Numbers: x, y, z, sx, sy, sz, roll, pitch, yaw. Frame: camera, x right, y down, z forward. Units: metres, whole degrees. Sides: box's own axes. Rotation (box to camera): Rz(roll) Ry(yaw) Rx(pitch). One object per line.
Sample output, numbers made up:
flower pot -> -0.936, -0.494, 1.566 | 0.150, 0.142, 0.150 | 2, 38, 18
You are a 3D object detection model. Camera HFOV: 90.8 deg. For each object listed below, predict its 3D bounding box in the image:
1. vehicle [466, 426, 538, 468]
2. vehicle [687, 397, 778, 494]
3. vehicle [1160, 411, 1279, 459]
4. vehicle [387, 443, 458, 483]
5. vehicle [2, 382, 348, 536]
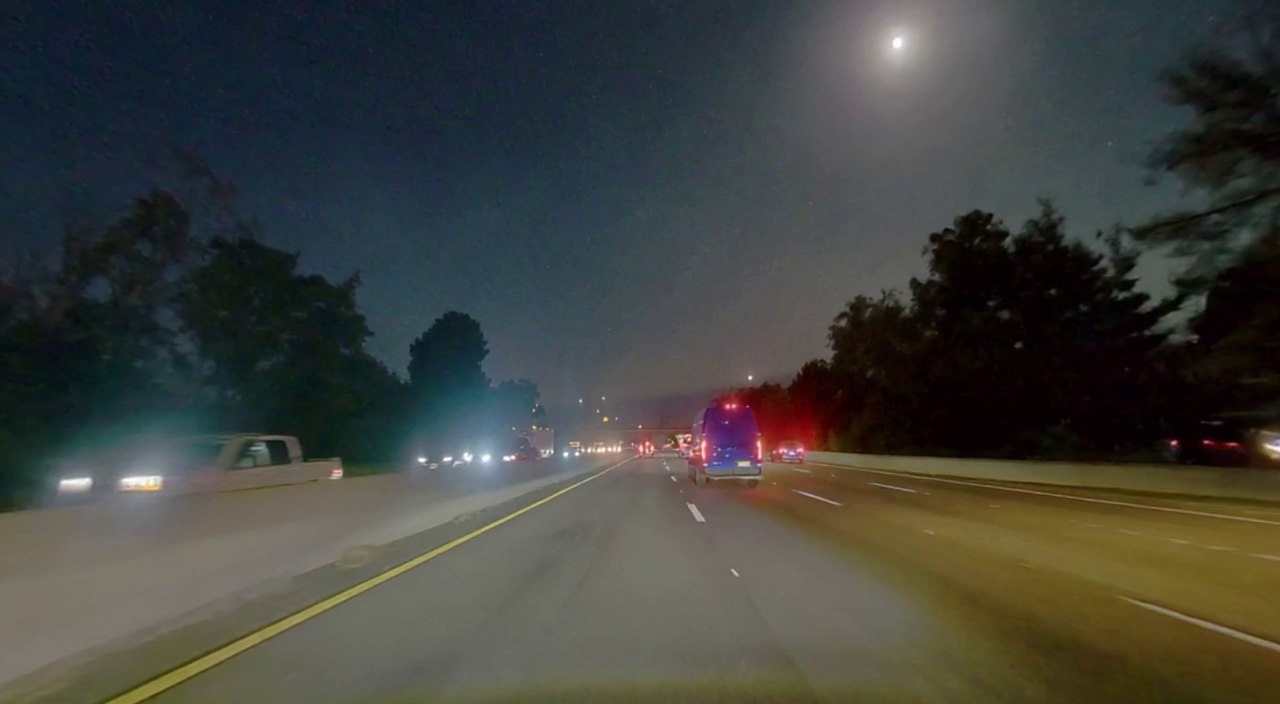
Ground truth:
vehicle -> -7.269, 5.124, 34.059 | 2.237, 2.014, 6.330 | -1, -9, 2
vehicle -> 3.275, 3.582, 24.147 | 2.460, 3.155, 6.902 | 0, -9, 0
vehicle -> 28.642, 4.026, 30.017 | 2.398, 2.050, 5.776 | 1, -9, -6
vehicle -> -11.263, 5.768, 33.051 | 2.038, 1.929, 4.288 | 0, -9, 2
vehicle -> -8.174, 1.999, 12.123 | 2.298, 2.253, 5.438 | -1, -9, 2
